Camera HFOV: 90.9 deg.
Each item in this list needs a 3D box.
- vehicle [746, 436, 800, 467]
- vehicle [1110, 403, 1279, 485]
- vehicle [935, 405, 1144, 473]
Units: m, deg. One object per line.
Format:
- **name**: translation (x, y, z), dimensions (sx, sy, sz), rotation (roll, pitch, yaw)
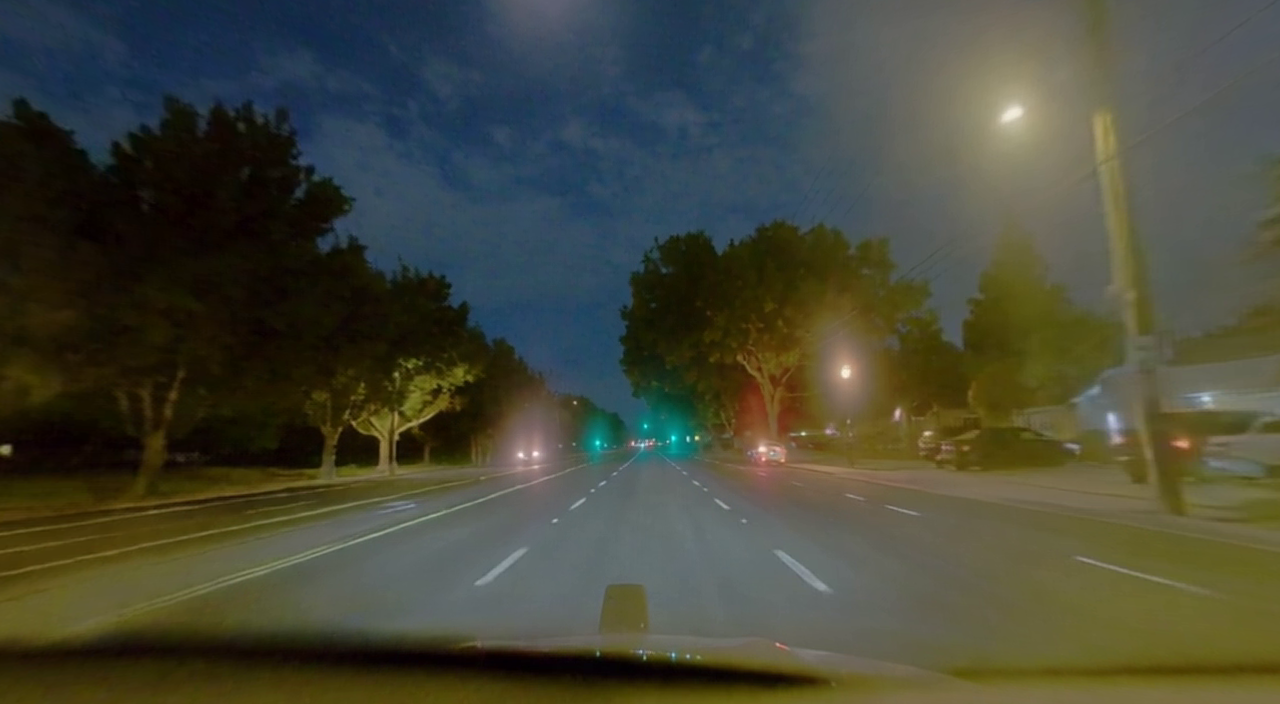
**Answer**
- **vehicle**: translation (8.115, 6.101, 38.928), dimensions (2.200, 1.783, 4.682), rotation (0, -8, -1)
- **vehicle**: translation (15.026, 2.255, 15.577), dimensions (4.975, 1.849, 2.334), rotation (0, -8, -3)
- **vehicle**: translation (14.515, 3.218, 23.318), dimensions (5.886, 2.000, 2.372), rotation (-4, -9, 5)
